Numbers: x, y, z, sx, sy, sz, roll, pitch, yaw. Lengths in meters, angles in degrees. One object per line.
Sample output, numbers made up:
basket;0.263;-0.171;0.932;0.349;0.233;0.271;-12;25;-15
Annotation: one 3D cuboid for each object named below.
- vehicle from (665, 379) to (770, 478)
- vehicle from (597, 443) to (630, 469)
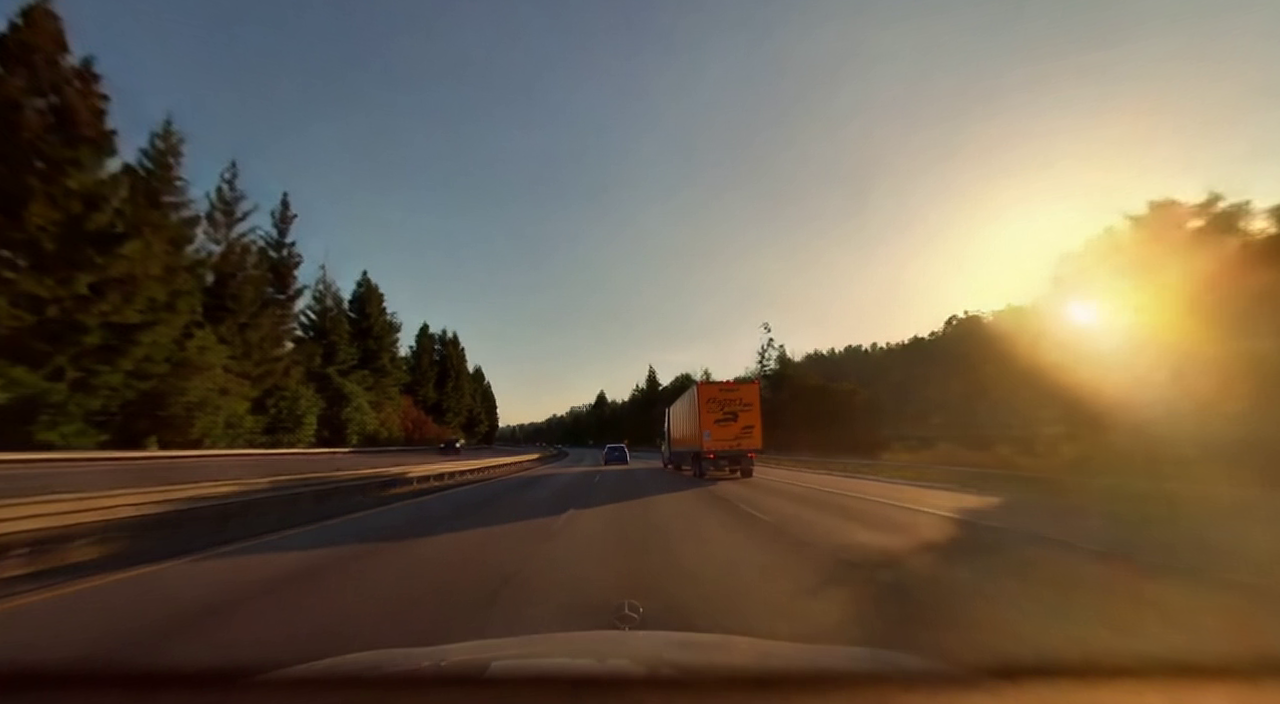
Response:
vehicle;3.428;4.165;32.797;2.951;4.012;14.203;0;-9;-3
vehicle;-1.589;6.292;38.124;1.913;1.460;3.610;0;-9;-2
